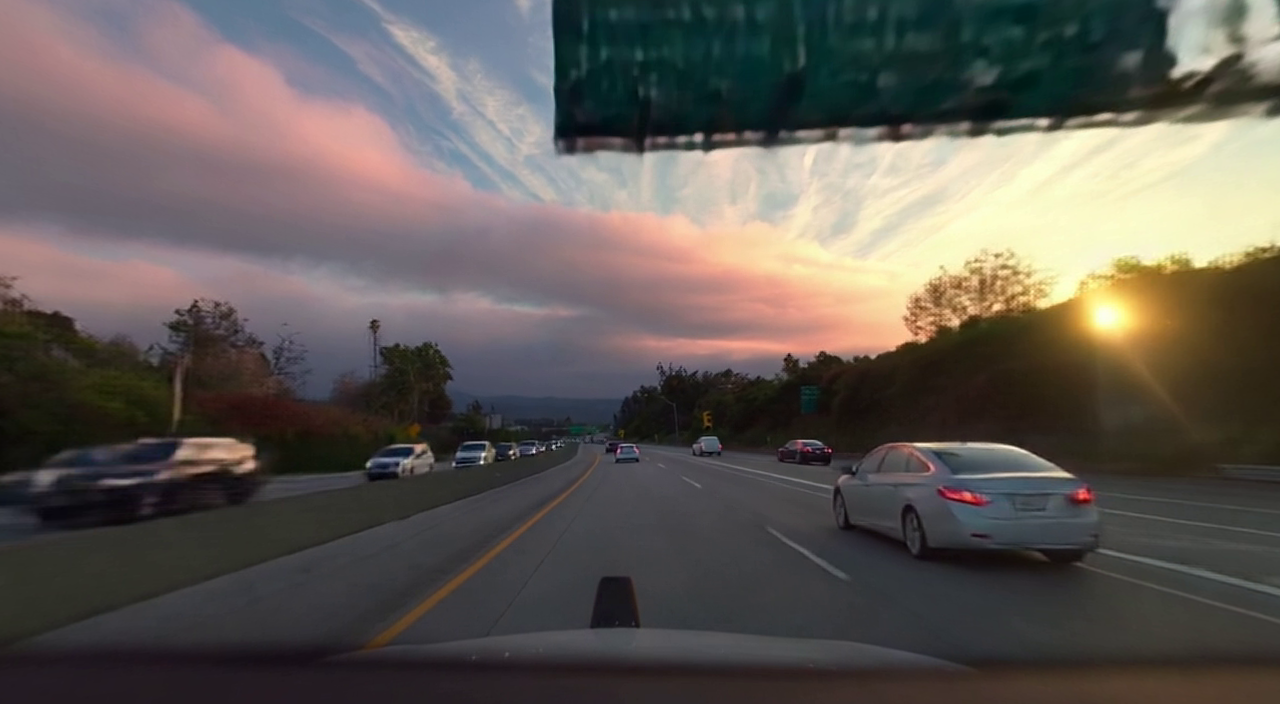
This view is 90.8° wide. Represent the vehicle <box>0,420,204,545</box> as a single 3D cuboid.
[{"bbox_3d":[-10.043,2.109,10.756,2.017,1.735,4.581,0,-8,-2],"label":"vehicle"}]

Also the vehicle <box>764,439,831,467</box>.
[{"bbox_3d":[9.061,5.829,36.733,2.196,1.494,4.735,1,-8,-7],"label":"vehicle"}]

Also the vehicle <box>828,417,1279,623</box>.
[{"bbox_3d":[3.804,1.553,6.877,1.972,1.488,4.335,0,-8,-3],"label":"vehicle"}]

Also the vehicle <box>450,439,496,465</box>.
[{"bbox_3d":[-11.158,6.738,42.586,2.113,1.629,4.629,1,-8,-4],"label":"vehicle"}]

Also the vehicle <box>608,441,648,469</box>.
[{"bbox_3d":[-0.762,5.935,36.764,2.090,1.510,4.280,1,-8,-4],"label":"vehicle"}]

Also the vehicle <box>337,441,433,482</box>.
[{"bbox_3d":[-10.010,4.296,25.248,1.924,1.466,4.808,0,-8,-2],"label":"vehicle"}]

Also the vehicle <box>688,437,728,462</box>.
[{"bbox_3d":[4.793,6.945,45.096,2.094,1.652,3.955,1,-8,-6],"label":"vehicle"}]
